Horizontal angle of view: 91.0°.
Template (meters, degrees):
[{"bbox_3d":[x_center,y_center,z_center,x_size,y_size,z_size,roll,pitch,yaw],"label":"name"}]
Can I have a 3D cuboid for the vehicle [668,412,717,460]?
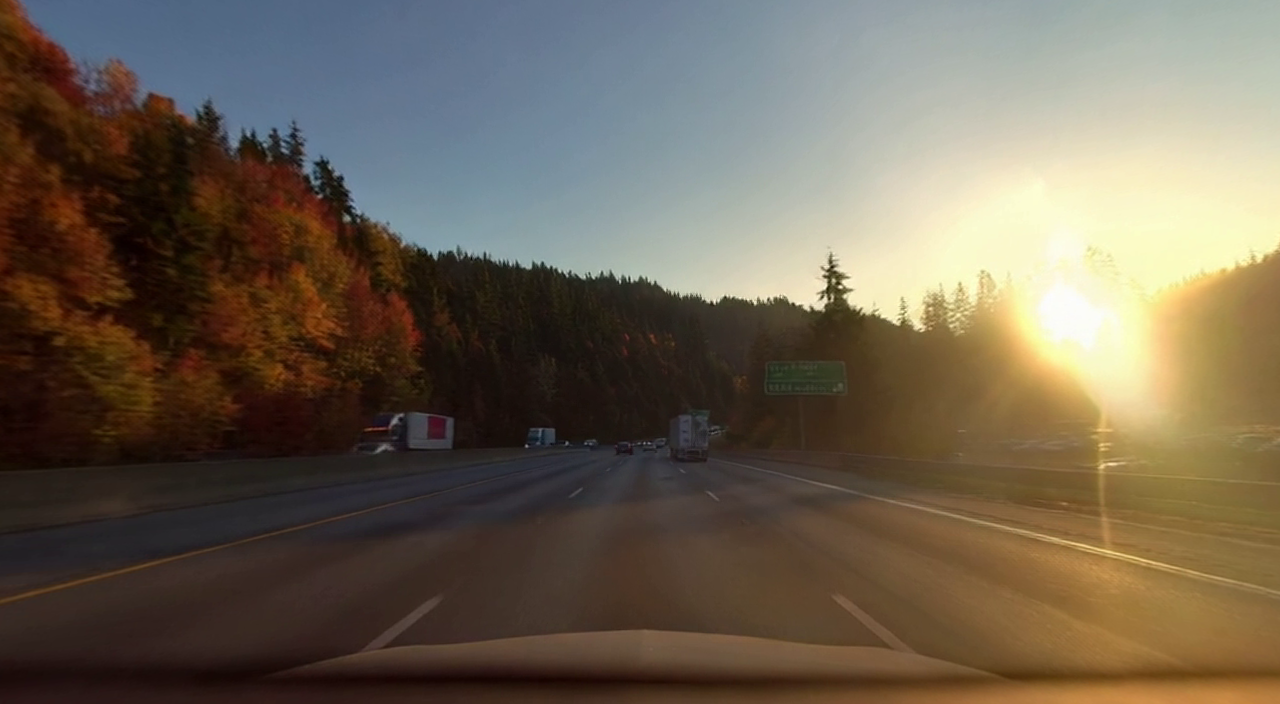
[{"bbox_3d":[3.996,6.709,49.966,2.932,3.425,7.941,0,-8,-2],"label":"vehicle"}]

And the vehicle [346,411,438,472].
[{"bbox_3d":[-19.197,7.079,49.650,2.923,4.256,10.164,0,-8,1],"label":"vehicle"}]
